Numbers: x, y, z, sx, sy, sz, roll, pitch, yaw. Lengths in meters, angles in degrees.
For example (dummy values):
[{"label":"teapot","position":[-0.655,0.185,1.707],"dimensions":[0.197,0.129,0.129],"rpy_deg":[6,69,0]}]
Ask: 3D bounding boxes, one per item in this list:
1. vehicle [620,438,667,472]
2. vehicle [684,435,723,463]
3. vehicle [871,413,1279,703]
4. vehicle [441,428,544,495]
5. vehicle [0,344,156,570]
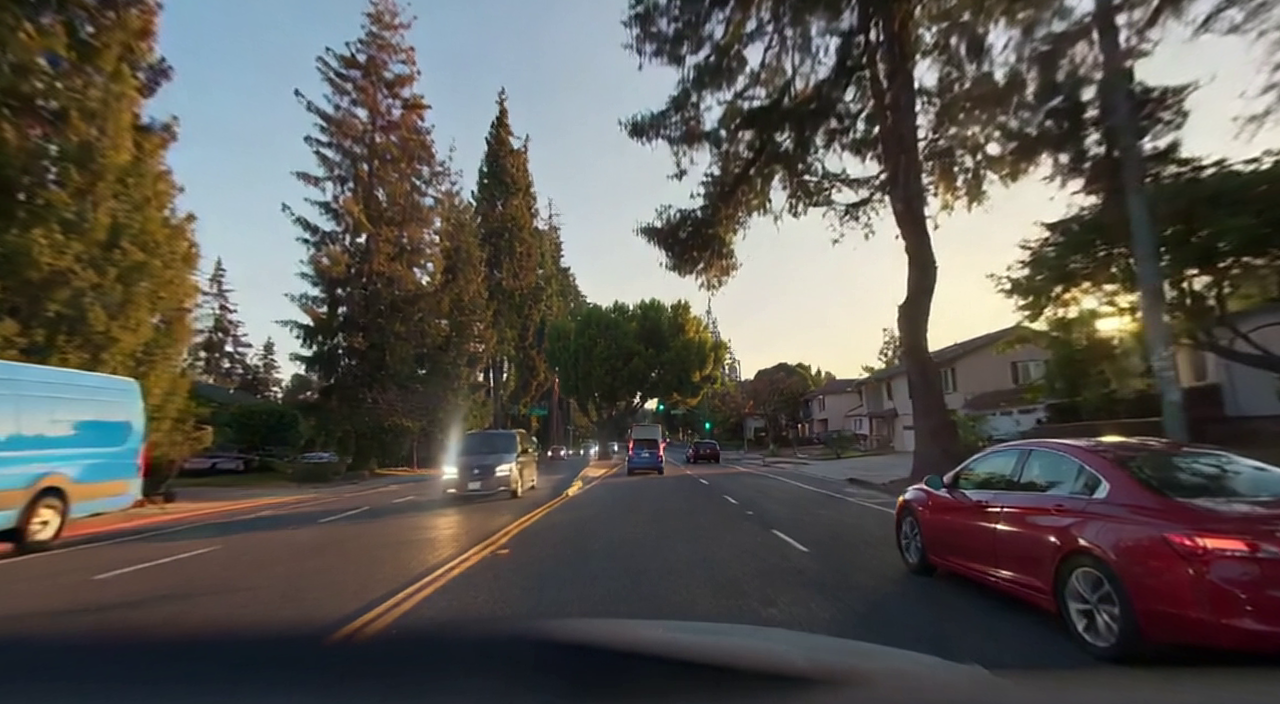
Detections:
[{"label":"vehicle","position":[0.157,4.956,30.655],"dimensions":[2.114,1.483,4.207],"rpy_deg":[0,-8,0]},{"label":"vehicle","position":[4.328,6.693,43.761],"dimensions":[2.187,1.847,4.553],"rpy_deg":[0,-8,-1]},{"label":"vehicle","position":[3.587,1.293,4.800],"dimensions":[1.973,1.447,4.402],"rpy_deg":[0,-8,0]},{"label":"vehicle","position":[-4.361,3.319,19.533],"dimensions":[2.054,1.772,4.817],"rpy_deg":[0,-8,-1]},{"label":"vehicle","position":[-10.916,1.367,8.125],"dimensions":[2.754,3.338,8.405],"rpy_deg":[0,-9,-1]}]
